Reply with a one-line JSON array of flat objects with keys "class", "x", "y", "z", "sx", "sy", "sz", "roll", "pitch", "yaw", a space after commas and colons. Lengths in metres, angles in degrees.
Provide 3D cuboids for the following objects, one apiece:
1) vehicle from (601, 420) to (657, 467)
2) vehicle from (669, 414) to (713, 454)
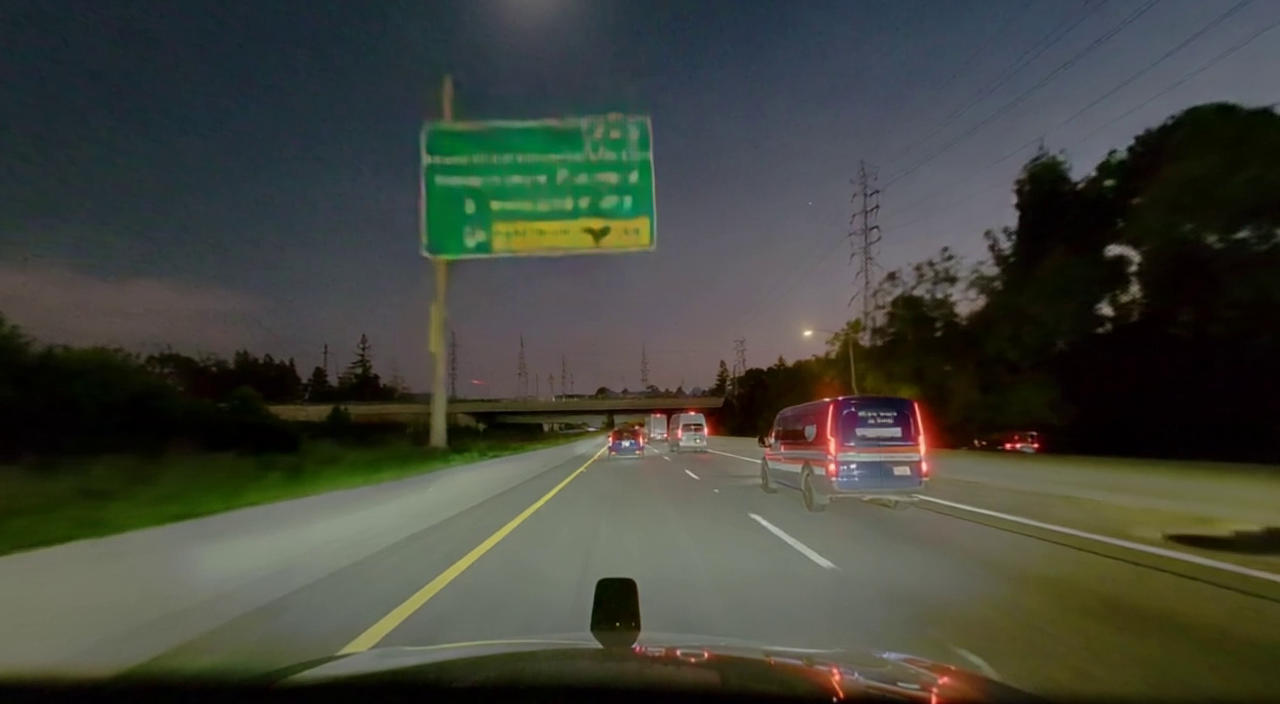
[{"class": "vehicle", "x": -0.481, "y": 3.715, "z": 25.713, "sx": 2.073, "sy": 1.750, "sz": 4.116, "roll": 0, "pitch": -8, "yaw": -2}, {"class": "vehicle", "x": 3.361, "y": 5.560, "z": 42.661, "sx": 2.387, "sy": 2.506, "sz": 5.374, "roll": 0, "pitch": -8, "yaw": -2}]
